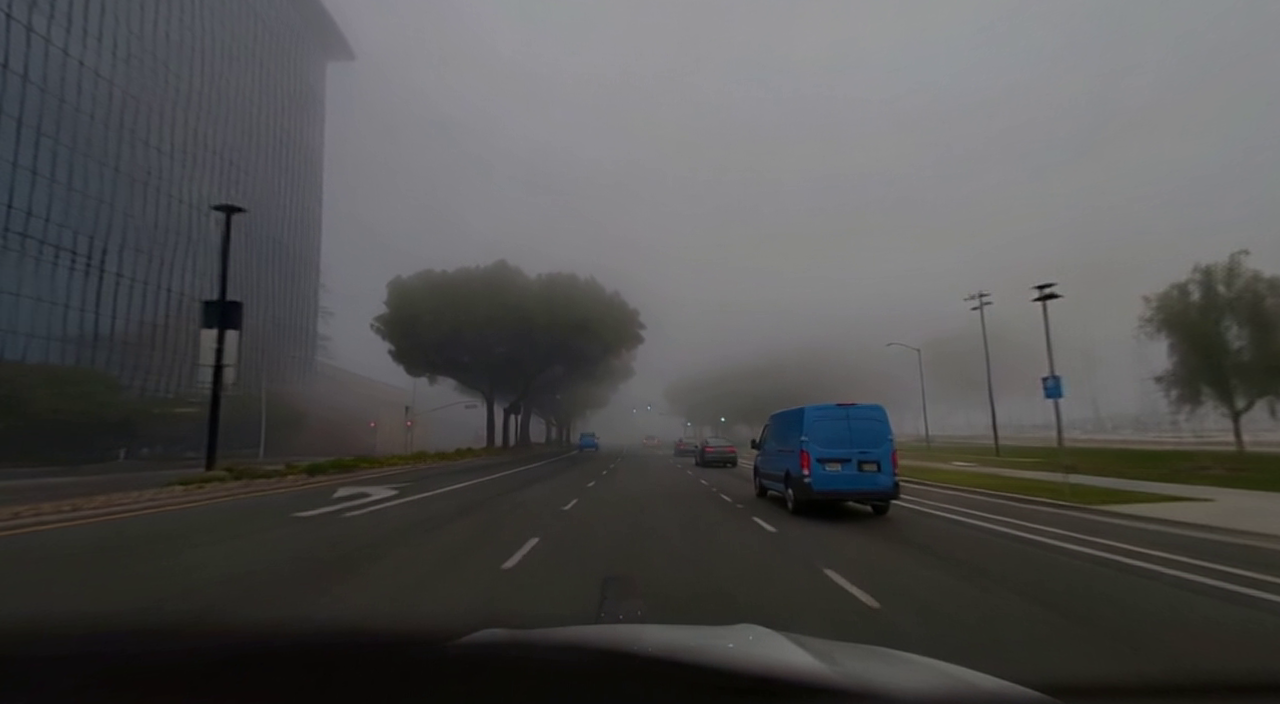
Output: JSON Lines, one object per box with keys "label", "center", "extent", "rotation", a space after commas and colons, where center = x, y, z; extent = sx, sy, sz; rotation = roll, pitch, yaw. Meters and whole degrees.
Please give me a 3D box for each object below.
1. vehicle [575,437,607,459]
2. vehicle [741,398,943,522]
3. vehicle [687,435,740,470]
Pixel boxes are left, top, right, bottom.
{"label": "vehicle", "center": [-3.432, 6.832, 45.001], "extent": [1.864, 1.464, 4.195], "rotation": [0, -8, 1]}
{"label": "vehicle", "center": [3.556, 2.053, 12.400], "extent": [2.200, 1.914, 5.145], "rotation": [0, -8, -1]}
{"label": "vehicle", "center": [3.366, 4.682, 29.465], "extent": [1.867, 1.493, 4.190], "rotation": [0, -8, -1]}
